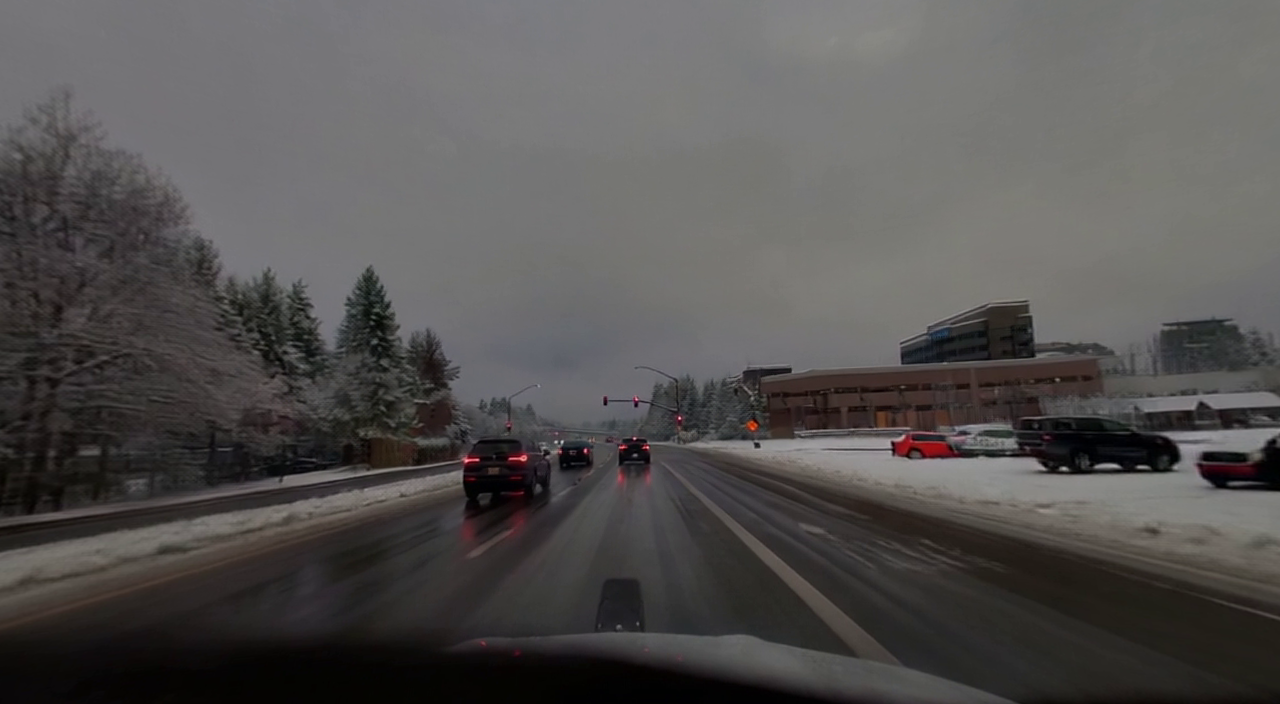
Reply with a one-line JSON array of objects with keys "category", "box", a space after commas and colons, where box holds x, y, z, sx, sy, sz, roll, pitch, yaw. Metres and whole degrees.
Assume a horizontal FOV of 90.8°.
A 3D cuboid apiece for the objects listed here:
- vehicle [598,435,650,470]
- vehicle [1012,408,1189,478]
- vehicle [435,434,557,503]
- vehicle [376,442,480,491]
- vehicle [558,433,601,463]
[{"category": "vehicle", "box": [-0.709, 4.689, 29.722, 2.231, 1.481, 4.489, 0, -8, 0]}, {"category": "vehicle", "box": [14.950, 2.940, 20.490, 5.394, 1.994, 2.228, 4, -9, -26]}, {"category": "vehicle", "box": [-3.425, 2.870, 16.005, 1.920, 1.480, 4.549, 0, -8, 1]}, {"category": "vehicle", "box": [-6.948, 3.771, 21.283, 1.852, 1.458, 4.422, -1, -8, 2]}, {"category": "vehicle", "box": [-3.733, 6.002, 39.496, 2.144, 1.732, 4.279, 0, -8, 2]}]
